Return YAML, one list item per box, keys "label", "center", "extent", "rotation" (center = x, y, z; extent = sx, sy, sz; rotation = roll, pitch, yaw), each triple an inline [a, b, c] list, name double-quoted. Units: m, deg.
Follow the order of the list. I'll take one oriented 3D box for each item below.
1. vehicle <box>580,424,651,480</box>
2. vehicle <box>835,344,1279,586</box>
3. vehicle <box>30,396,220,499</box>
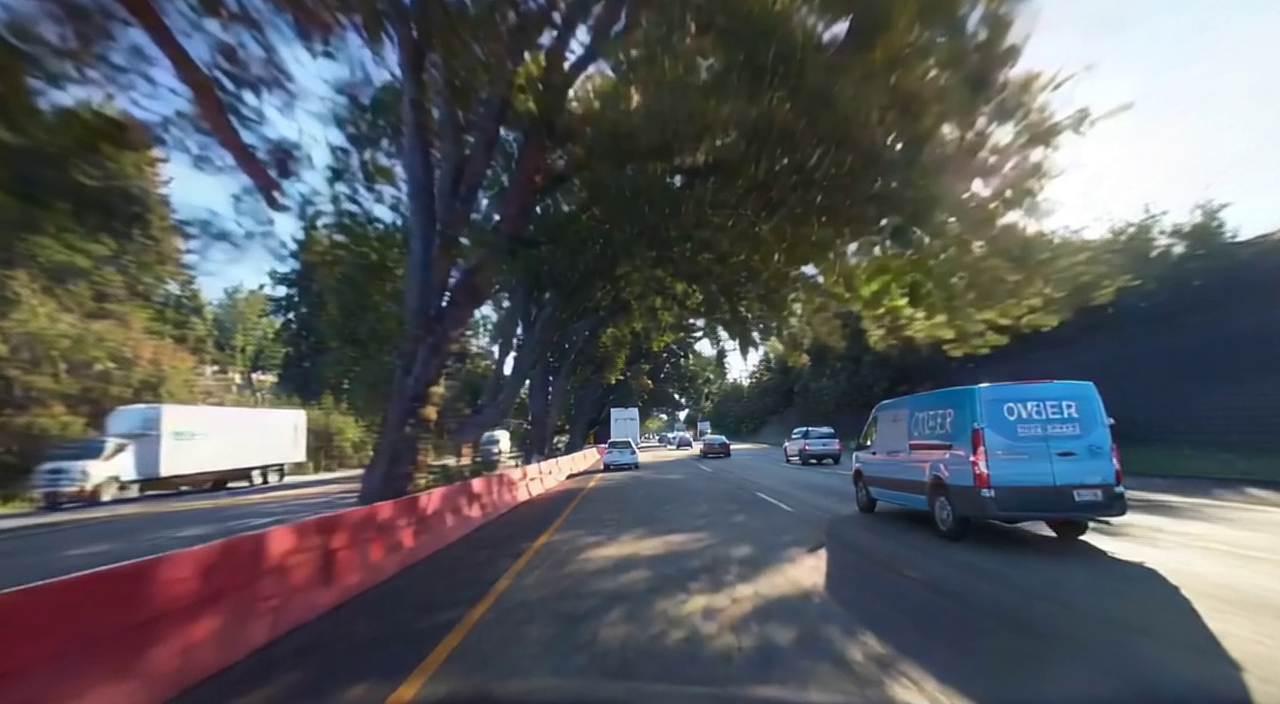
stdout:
- label: "vehicle"
  center: [-0.769, 3.240, 20.558]
  extent: [2.100, 1.636, 3.620]
  rotation: [0, -8, -1]
- label: "vehicle"
  center: [4.466, 1.279, 7.871]
  extent: [2.223, 2.008, 5.121]
  rotation: [0, -8, -2]
- label: "vehicle"
  center: [-21.679, 4.054, 27.055]
  extent: [2.977, 3.918, 5.877]
  rotation: [0, -8, 0]
